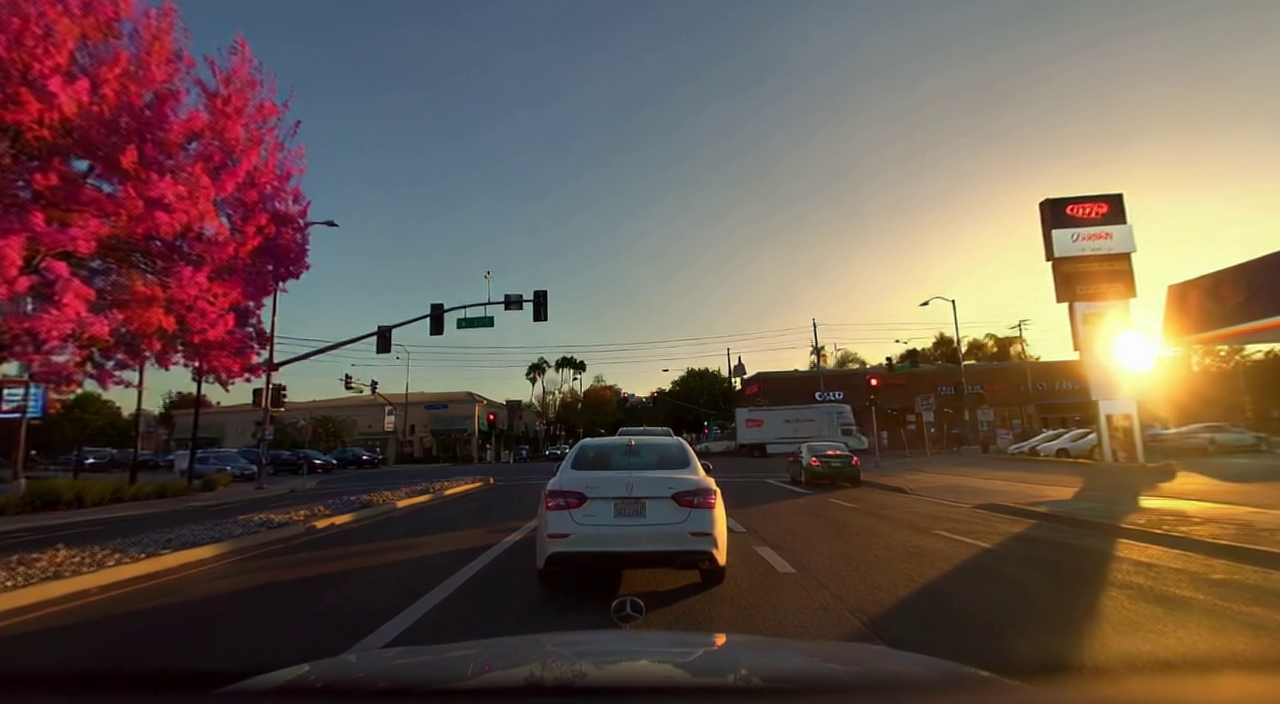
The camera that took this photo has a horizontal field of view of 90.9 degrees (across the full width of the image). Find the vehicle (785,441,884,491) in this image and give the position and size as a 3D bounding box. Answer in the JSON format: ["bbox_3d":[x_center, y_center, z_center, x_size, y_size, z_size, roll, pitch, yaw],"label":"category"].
[{"bbox_3d":[6.434,3.807,21.433,1.942,1.511,4.390,0,-8,0],"label":"vehicle"}]

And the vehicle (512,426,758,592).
[{"bbox_3d":[-0.073,1.722,7.791,2.213,1.482,4.057,0,-8,-1],"label":"vehicle"}]

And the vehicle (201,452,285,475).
[{"bbox_3d":[-26.490,7.413,42.079,4.609,1.465,1.944,-2,-9,11],"label":"vehicle"}]

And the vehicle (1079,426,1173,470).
[{"bbox_3d":[18.550,3.626,23.988,4.300,1.495,2.053,8,-12,-43],"label":"vehicle"}]

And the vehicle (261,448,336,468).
[{"bbox_3d":[-26.777,8.303,49.458,4.806,1.472,1.886,-1,-8,5],"label":"vehicle"}]

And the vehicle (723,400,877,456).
[{"bbox_3d":[11.967,5.943,48.174,10.890,3.868,3.021,-6,-10,33],"label":"vehicle"}]

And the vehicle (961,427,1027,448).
[{"bbox_3d":[27.440,6.679,48.931,3.968,1.572,1.740,0,-9,3],"label":"vehicle"}]
